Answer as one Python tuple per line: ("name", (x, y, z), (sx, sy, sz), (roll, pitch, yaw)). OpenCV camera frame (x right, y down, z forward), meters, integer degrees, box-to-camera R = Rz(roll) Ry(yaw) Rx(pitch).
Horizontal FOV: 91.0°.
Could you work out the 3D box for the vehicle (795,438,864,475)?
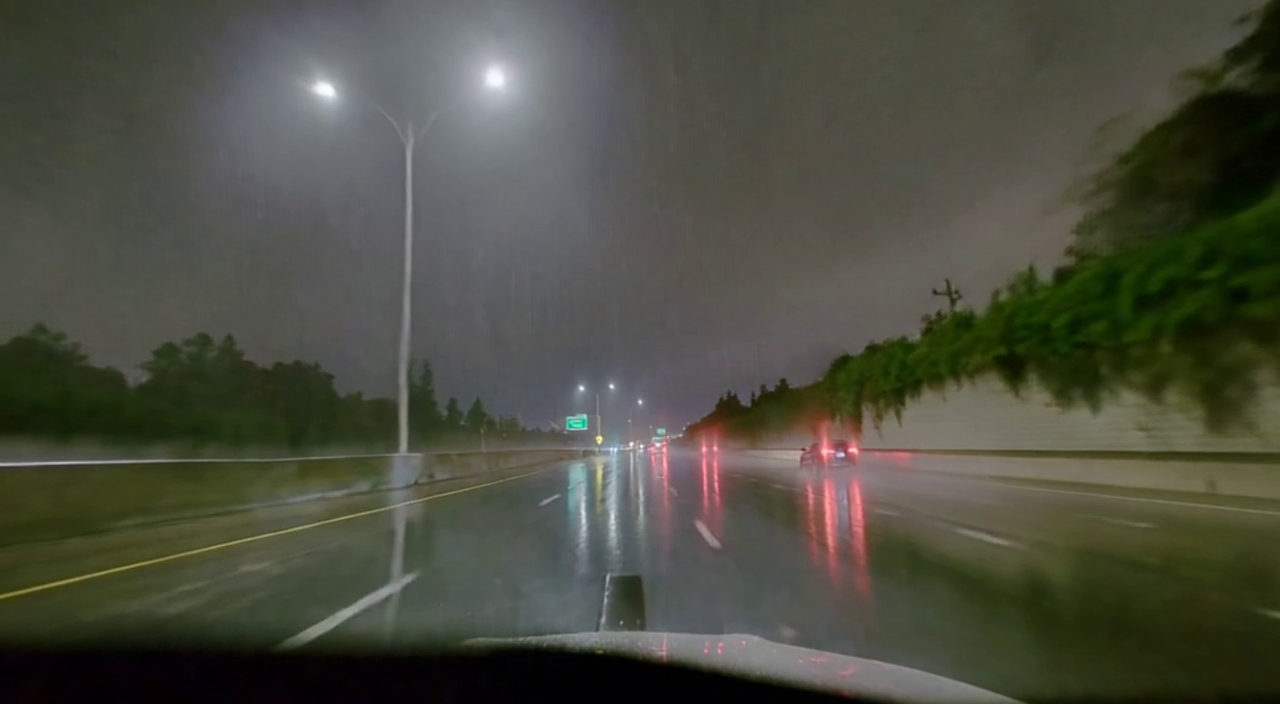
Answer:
("vehicle", (9.734, 5.418, 32.781), (2.167, 1.781, 4.340), (0, -9, -1))
